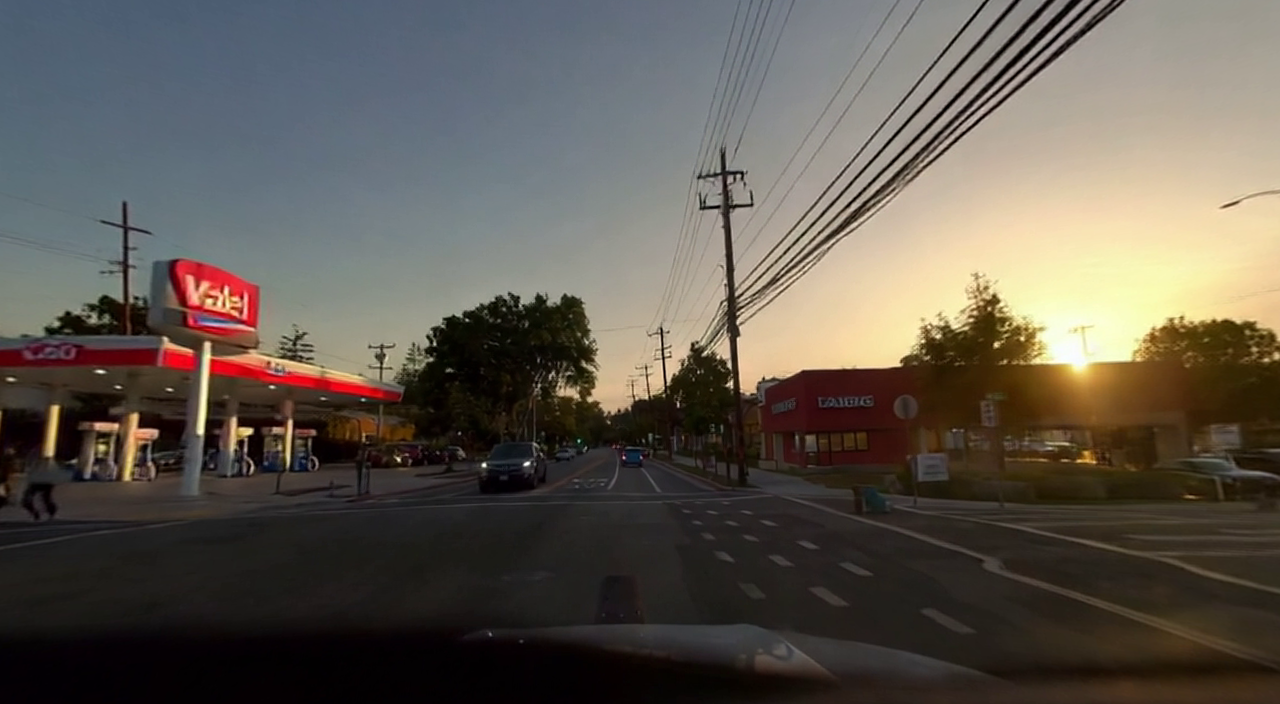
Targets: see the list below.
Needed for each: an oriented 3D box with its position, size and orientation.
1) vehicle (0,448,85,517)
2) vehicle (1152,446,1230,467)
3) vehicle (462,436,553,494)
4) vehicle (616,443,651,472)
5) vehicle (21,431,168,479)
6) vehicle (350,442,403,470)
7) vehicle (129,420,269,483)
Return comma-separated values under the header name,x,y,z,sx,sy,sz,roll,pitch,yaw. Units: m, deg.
name,x,y,z,sx,sy,sz,roll,pitch,yaw
vehicle,-15.636,3.189,15.984,1.928,1.487,5.116,6,-11,-37
vehicle,43.112,8.176,49.550,1.826,1.508,4.639,0,-9,-1
vehicle,-4.663,4.057,23.107,2.274,1.844,4.843,0,-9,0
vehicle,-0.470,6.504,39.186,2.000,1.663,4.271,0,-9,-3
vehicle,-20.269,3.911,23.782,1.913,1.591,4.374,2,-10,-7
vehicle,-17.923,7.082,43.210,1.890,1.761,4.578,0,-9,-4
vehicle,-17.920,4.074,26.049,2.499,2.309,4.613,0,-9,-3
